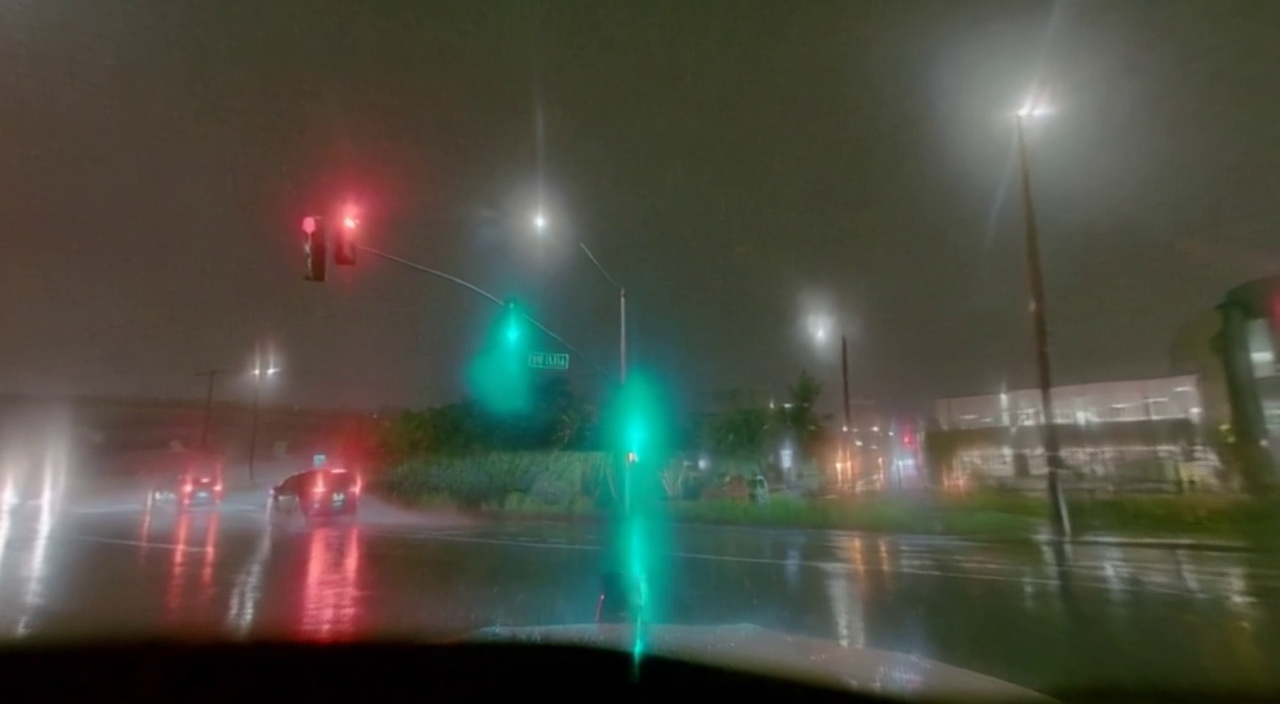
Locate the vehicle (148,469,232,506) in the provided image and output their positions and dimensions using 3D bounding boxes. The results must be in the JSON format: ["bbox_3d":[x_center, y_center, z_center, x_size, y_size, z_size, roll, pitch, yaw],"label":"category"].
[{"bbox_3d":[-22.777,6.811,31.954,3.852,1.605,2.007,-6,-10,32],"label":"vehicle"}]

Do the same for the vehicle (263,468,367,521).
[{"bbox_3d":[-11.392,4.891,22.045,2.048,1.516,3.874,8,-12,-44],"label":"vehicle"}]
